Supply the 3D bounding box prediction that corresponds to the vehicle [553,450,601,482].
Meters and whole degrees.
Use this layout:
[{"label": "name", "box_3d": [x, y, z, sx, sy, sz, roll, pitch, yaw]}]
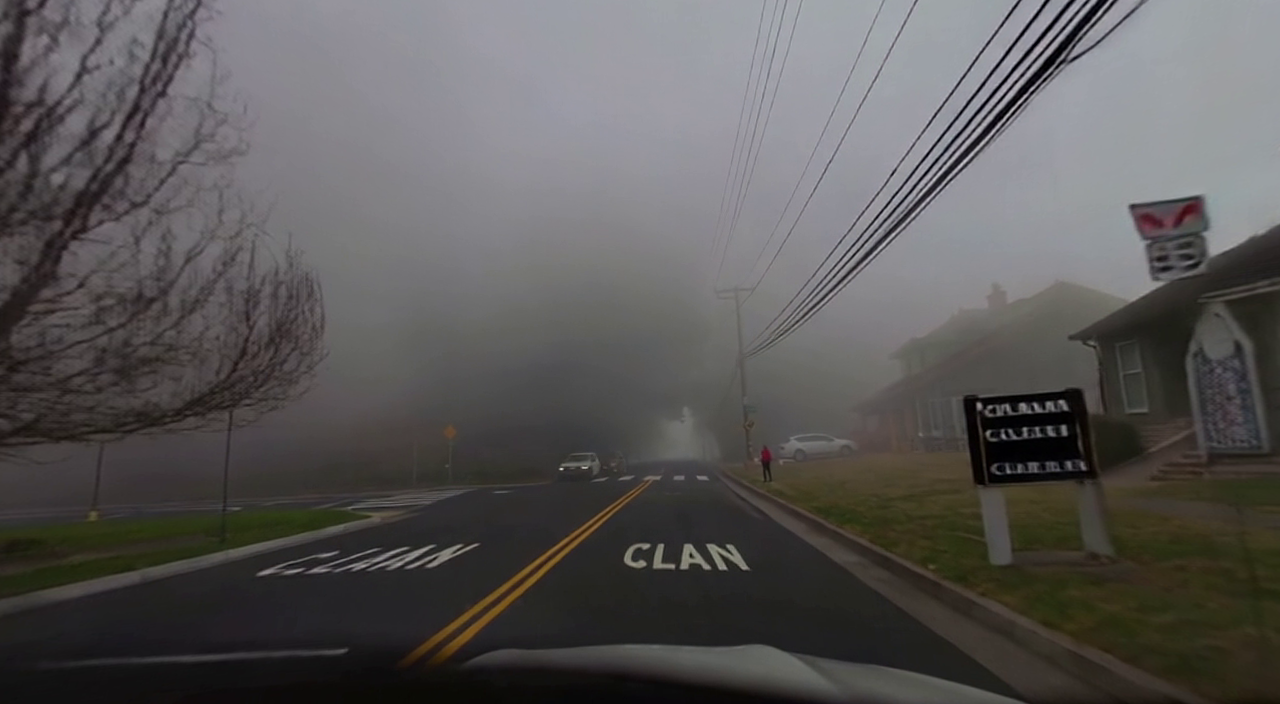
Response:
[{"label": "vehicle", "box_3d": [-3.810, 7.054, 39.321, 2.203, 1.787, 4.704, -1, -9, 4]}]
